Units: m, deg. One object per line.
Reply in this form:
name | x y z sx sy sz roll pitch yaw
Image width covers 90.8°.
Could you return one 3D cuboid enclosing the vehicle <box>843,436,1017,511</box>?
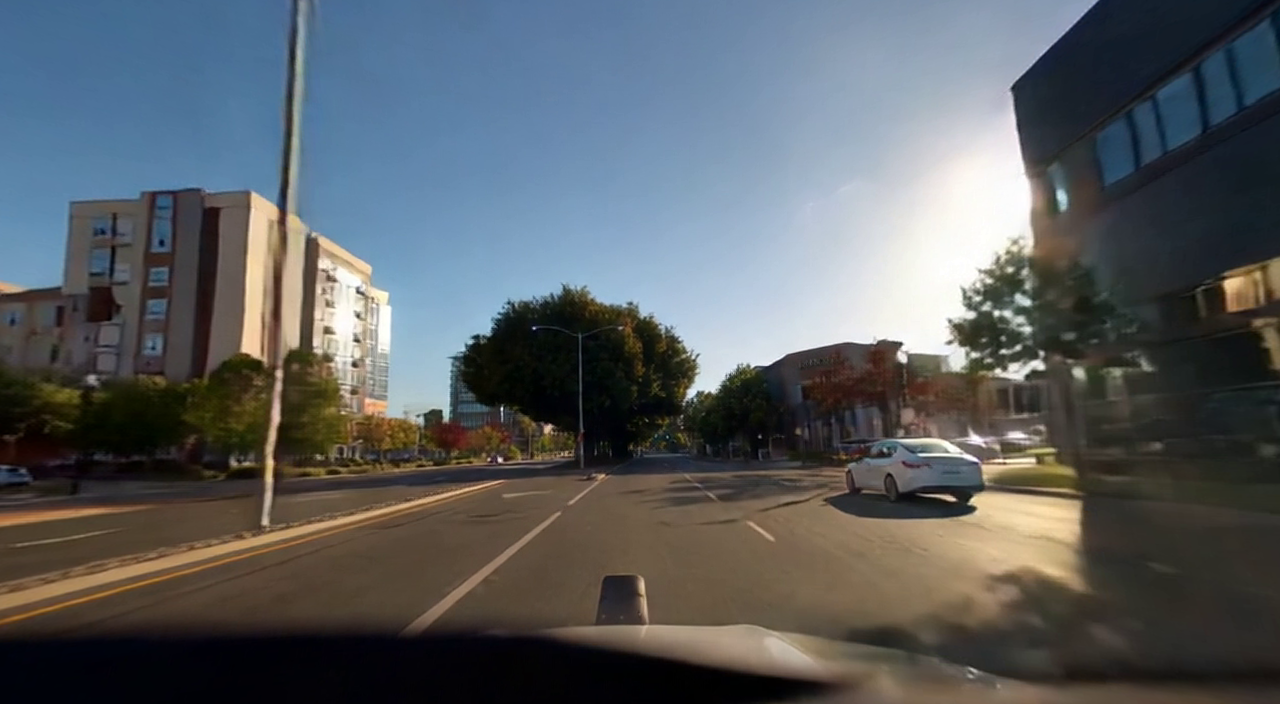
vehicle | 6.703 2.846 15.330 1.913 1.504 4.738 0 -8 -1
